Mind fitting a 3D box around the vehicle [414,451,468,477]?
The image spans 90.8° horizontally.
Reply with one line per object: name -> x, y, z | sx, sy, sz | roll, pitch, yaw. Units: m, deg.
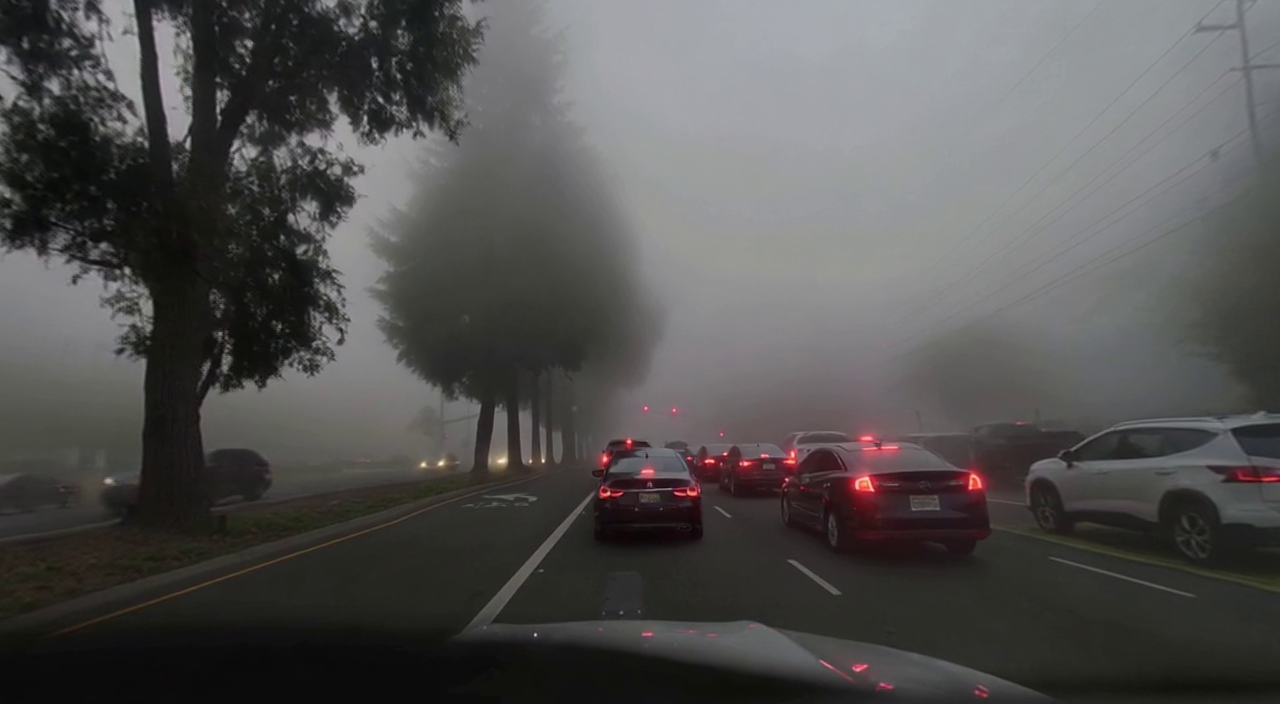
vehicle -> -12.429, 6.999, 39.777 | 1.943, 1.467, 4.442 | 0, -9, 0

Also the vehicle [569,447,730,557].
vehicle -> 0.085, 2.173, 9.944 | 1.990, 1.347, 4.067 | 0, -9, -1

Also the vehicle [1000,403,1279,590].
vehicle -> 6.907, 1.667, 8.050 | 1.987, 1.730, 4.373 | 0, -9, -1

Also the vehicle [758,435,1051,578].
vehicle -> 3.182, 1.960, 9.014 | 1.970, 1.445, 4.974 | 0, -9, -1

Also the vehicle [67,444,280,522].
vehicle -> -11.562, 3.222, 16.201 | 1.980, 1.675, 4.581 | 0, -9, 0

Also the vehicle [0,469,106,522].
vehicle -> -18.385, 4.185, 18.641 | 1.798, 1.333, 3.944 | 0, -9, -1
